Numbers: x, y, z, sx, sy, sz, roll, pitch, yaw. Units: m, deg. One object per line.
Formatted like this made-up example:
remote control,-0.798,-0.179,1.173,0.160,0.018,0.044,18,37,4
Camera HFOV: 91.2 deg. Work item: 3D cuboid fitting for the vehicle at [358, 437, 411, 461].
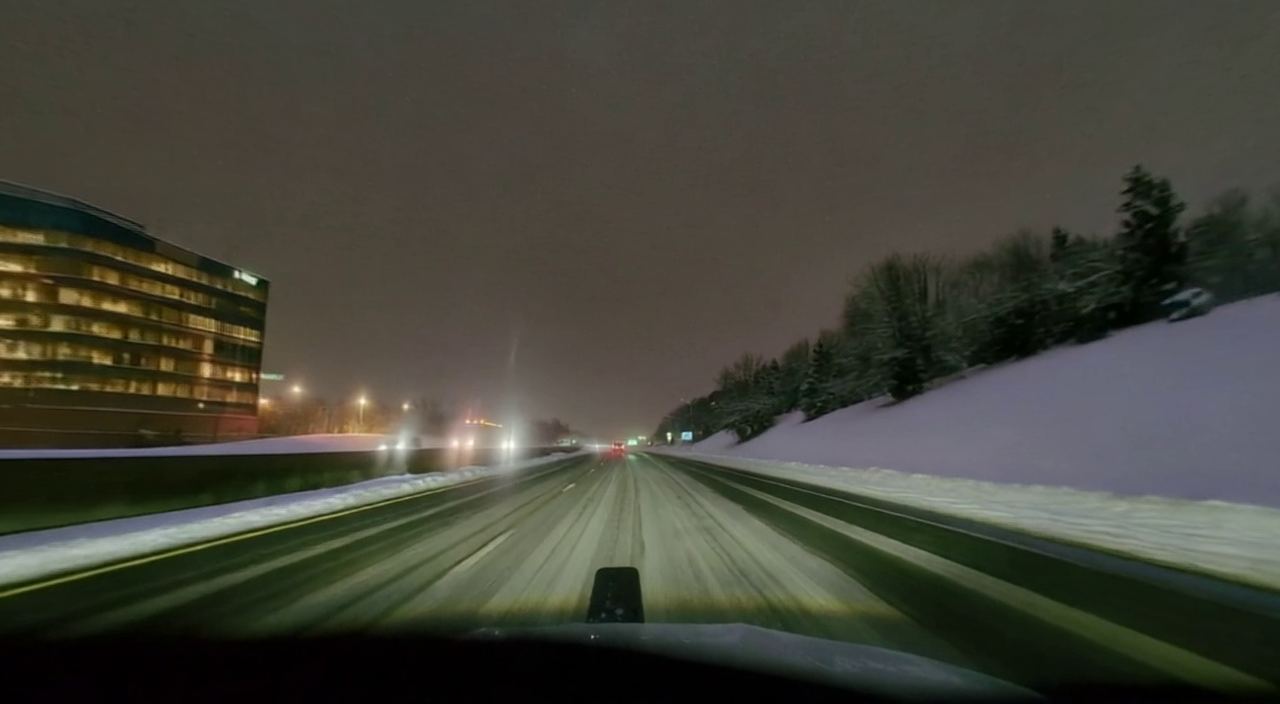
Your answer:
vehicle,-17.495,6.688,43.129,1.876,1.508,4.171,0,-9,0
